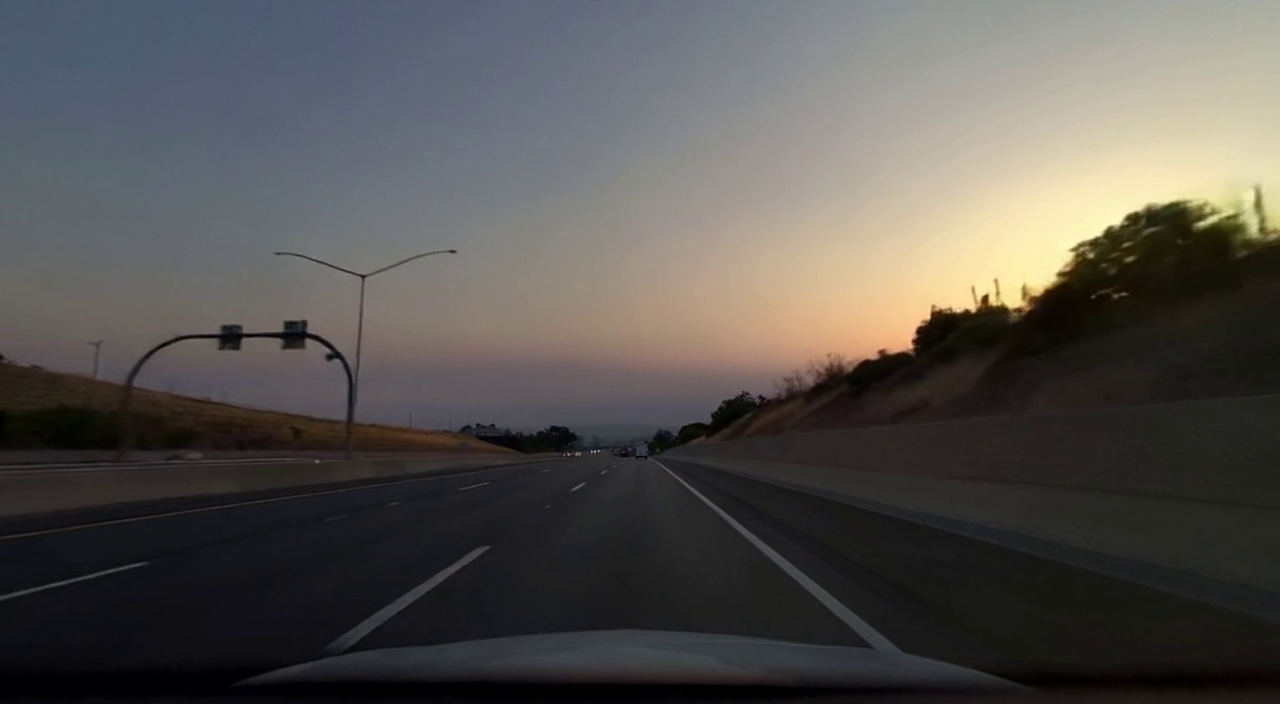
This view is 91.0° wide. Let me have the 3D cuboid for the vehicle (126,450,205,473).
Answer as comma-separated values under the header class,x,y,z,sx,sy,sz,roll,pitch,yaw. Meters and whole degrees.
class,x,y,z,sx,sy,sz,roll,pitch,yaw
vehicle,-34.804,8.044,46.376,1.951,1.596,4.811,0,-9,1
